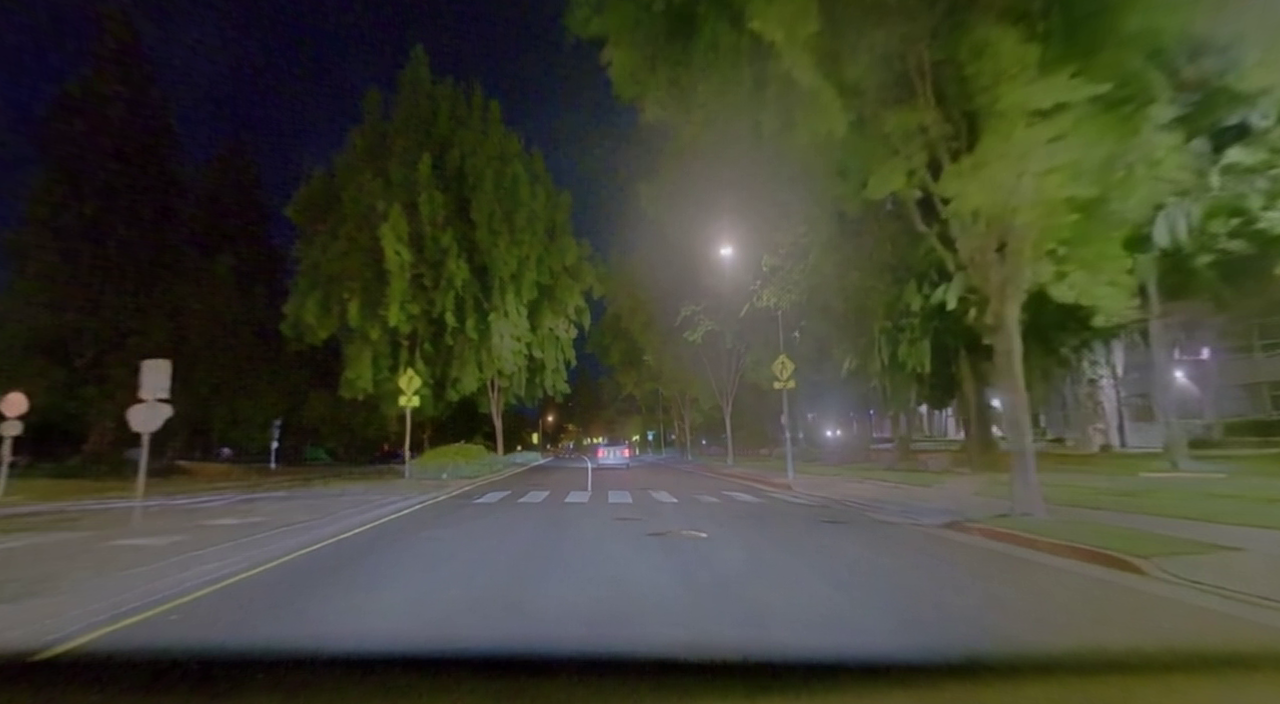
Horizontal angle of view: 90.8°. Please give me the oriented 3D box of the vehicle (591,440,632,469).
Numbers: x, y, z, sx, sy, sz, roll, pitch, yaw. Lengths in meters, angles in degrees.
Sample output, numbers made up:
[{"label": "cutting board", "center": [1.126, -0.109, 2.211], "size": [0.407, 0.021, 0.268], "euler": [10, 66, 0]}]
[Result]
[{"label": "vehicle", "center": [-1.661, 5.728, 35.596], "size": [2.142, 1.501, 4.273], "euler": [1, -8, -5]}]
